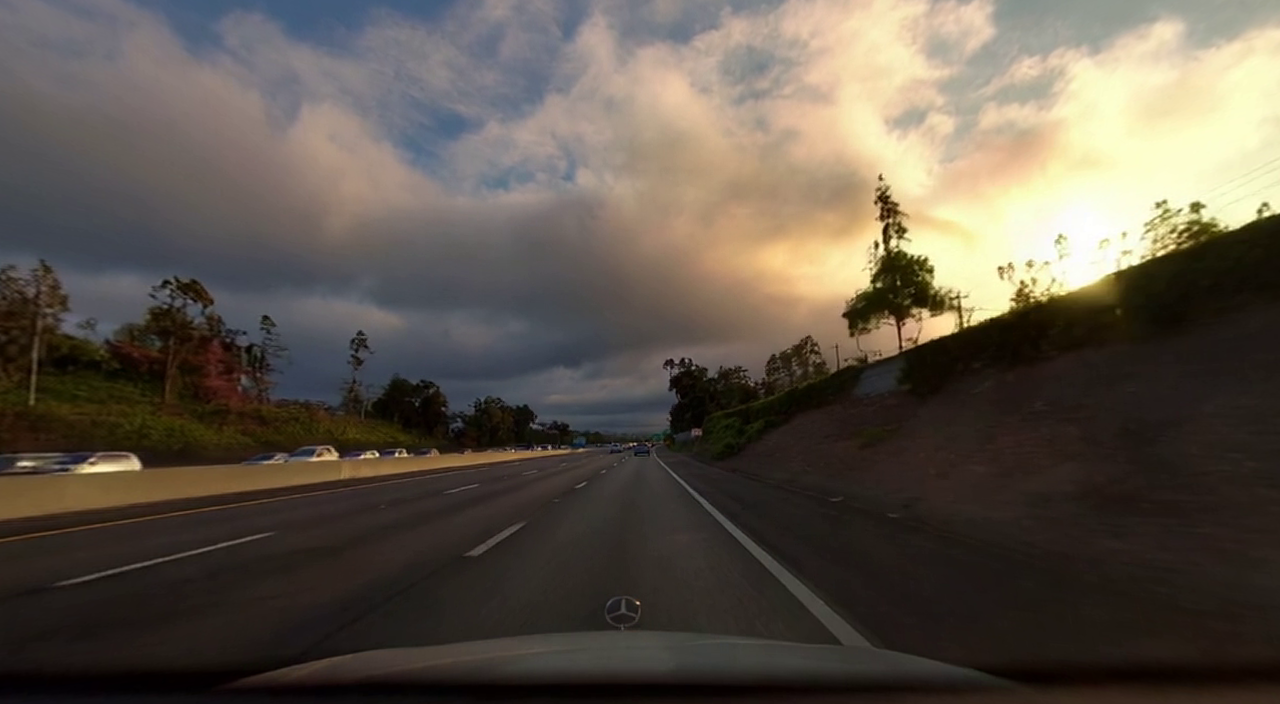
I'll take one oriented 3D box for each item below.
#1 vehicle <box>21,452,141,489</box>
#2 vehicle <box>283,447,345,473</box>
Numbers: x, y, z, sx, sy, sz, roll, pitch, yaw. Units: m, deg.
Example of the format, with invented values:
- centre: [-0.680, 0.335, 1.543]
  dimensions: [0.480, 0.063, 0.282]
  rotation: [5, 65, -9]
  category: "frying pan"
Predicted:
- centre: [-29.686, 6.294, 33.684]
  dimensions: [2.028, 1.778, 4.691]
  rotation: [0, -9, 1]
  category: "vehicle"
- centre: [-25.532, 8.453, 49.514]
  dimensions: [2.065, 1.887, 5.084]
  rotation: [0, -9, 1]
  category: "vehicle"
